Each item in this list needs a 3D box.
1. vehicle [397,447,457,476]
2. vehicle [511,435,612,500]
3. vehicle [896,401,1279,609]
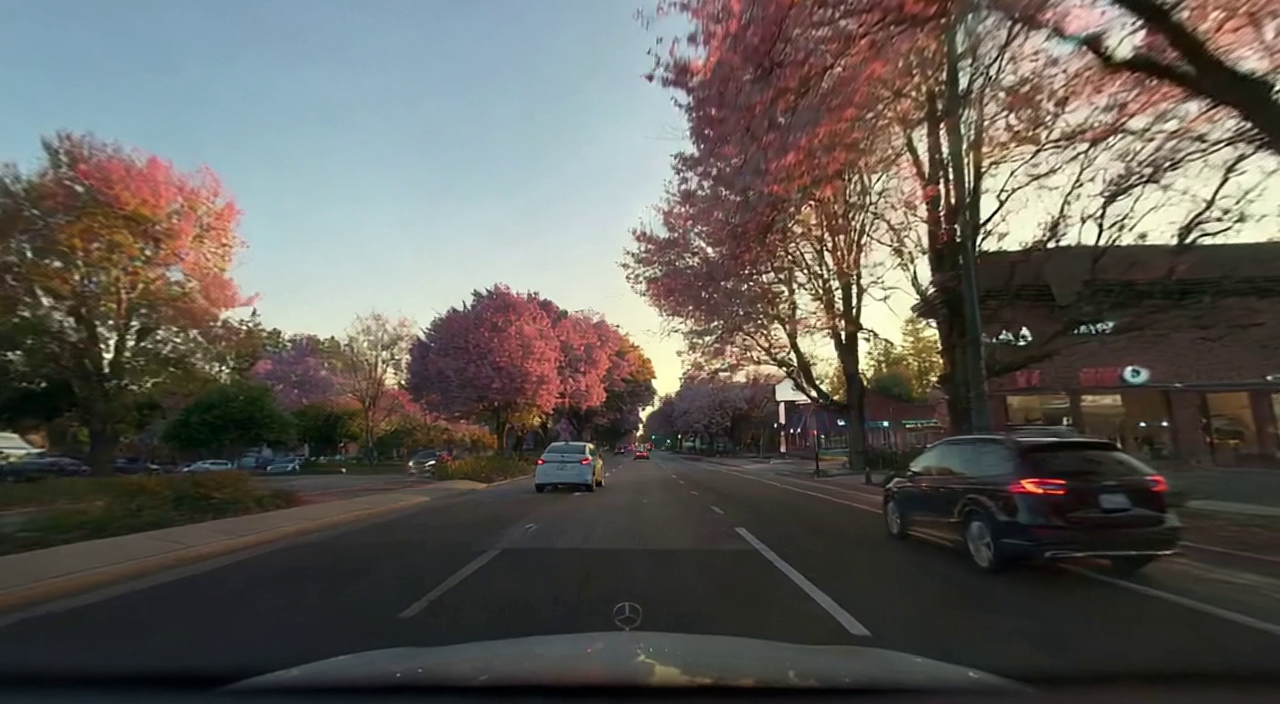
[{"bbox_3d":[-12.786,6.575,37.970,2.071,1.619,4.567,0,-8,-1],"label":"vehicle"},{"bbox_3d":[-2.159,3.362,18.753,2.149,1.701,4.379,0,-8,4],"label":"vehicle"},{"bbox_3d":[5.151,1.713,8.175,2.363,1.781,5.156,-1,-8,11],"label":"vehicle"}]
